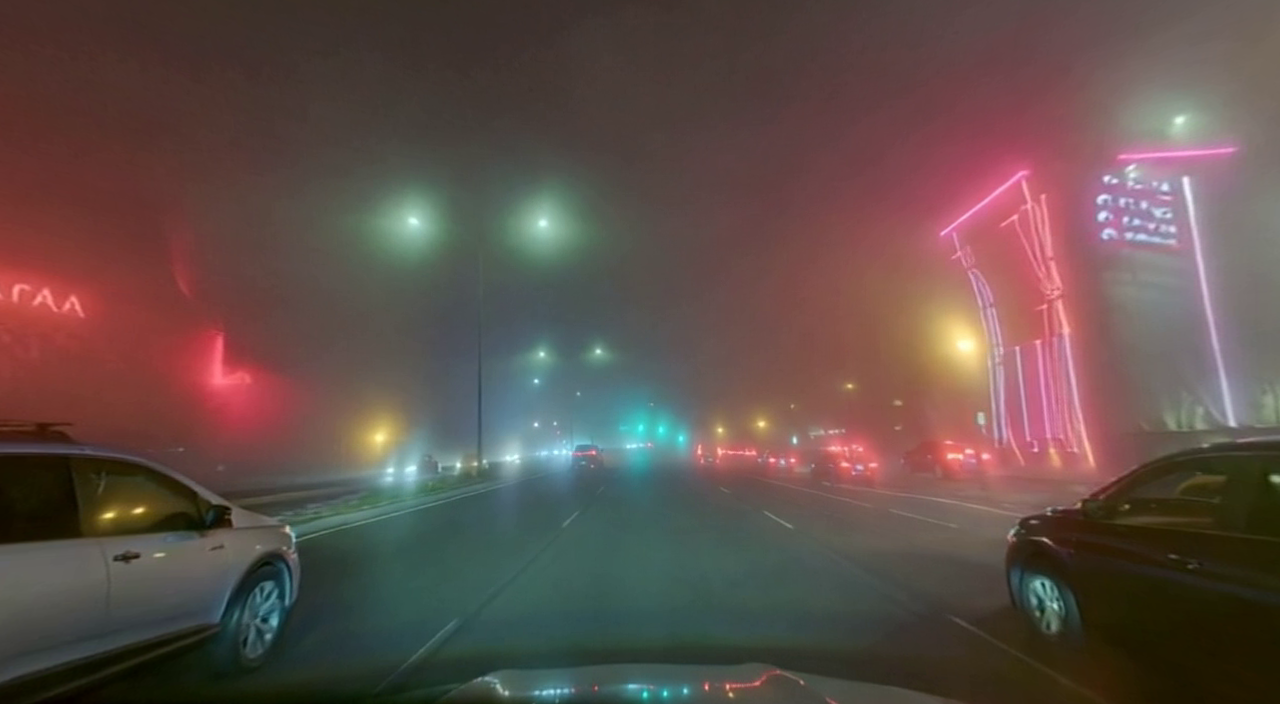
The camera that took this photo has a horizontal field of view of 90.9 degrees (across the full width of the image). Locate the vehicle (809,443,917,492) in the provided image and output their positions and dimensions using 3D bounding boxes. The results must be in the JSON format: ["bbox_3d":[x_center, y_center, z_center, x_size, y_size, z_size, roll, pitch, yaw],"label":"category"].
[{"bbox_3d":[7.446,3.888,21.608,1.976,1.469,4.576,0,-8,-1],"label":"vehicle"}]

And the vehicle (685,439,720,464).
[{"bbox_3d":[4.405,7.084,45.083,2.007,1.683,4.171,0,-8,-1],"label":"vehicle"}]

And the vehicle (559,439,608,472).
[{"bbox_3d":[-2.764,5.181,31.663,1.917,1.511,4.436,-1,-8,2],"label":"vehicle"}]

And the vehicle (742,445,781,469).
[{"bbox_3d":[7.596,6.573,39.678,1.654,1.440,3.647,0,-8,-1],"label":"vehicle"}]

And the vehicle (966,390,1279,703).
[{"bbox_3d":[3.287,0.865,2.098,1.981,1.499,4.536,0,-8,0],"label":"vehicle"}]

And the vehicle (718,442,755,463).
[{"bbox_3d":[7.564,7.923,49.761,1.918,1.598,4.536,0,-8,-3],"label":"vehicle"}]

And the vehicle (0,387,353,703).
[{"bbox_3d":[-3.323,0.899,2.304,2.155,1.504,4.776,-1,-8,2],"label":"vehicle"}]
